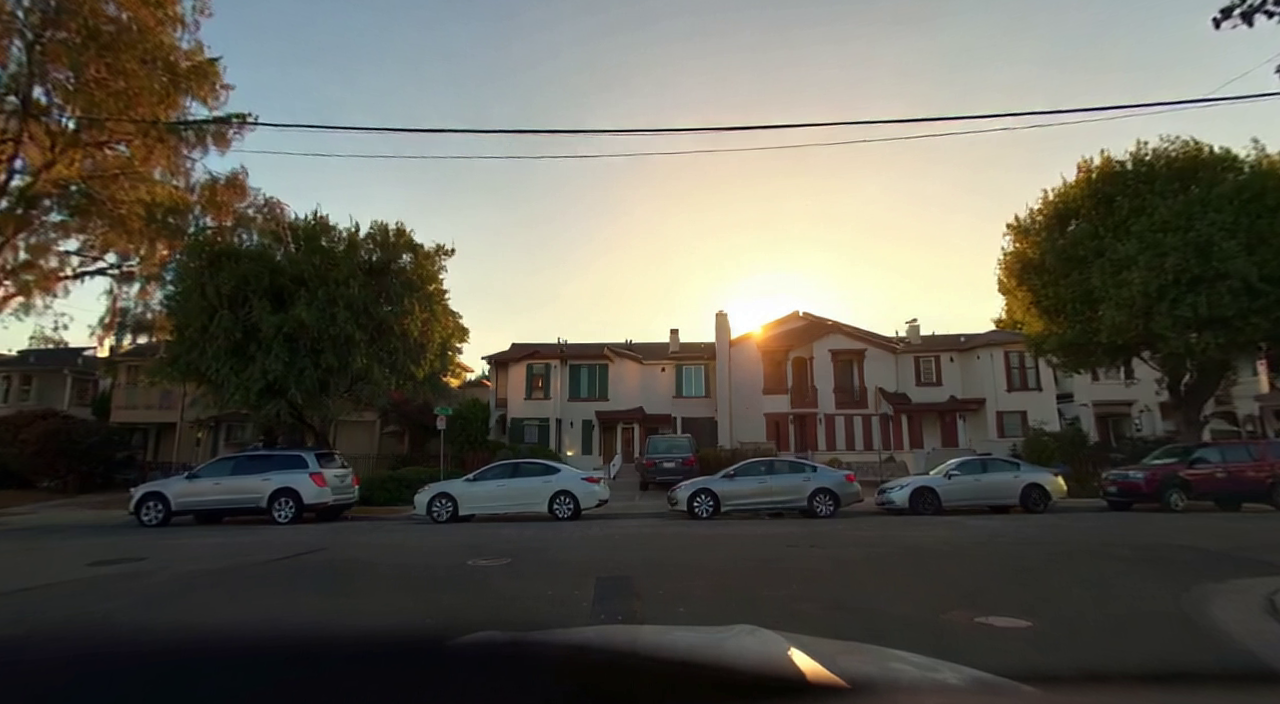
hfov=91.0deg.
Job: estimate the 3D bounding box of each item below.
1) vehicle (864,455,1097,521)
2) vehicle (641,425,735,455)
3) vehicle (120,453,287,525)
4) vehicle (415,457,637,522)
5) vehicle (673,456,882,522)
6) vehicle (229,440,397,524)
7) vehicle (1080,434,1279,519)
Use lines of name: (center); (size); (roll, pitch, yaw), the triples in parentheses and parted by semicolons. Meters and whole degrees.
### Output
vehicle: (8.321, 3.320, 15.647); (4.785, 1.471, 1.798); (0, -9, -4)
vehicle: (2.347, 4.424, 31.638); (4.565, 1.479, 1.775); (0, -9, -2)
vehicle: (-11.631, 3.627, 17.180); (1.827, 1.648, 4.030); (1, -9, -4)
vehicle: (-2.611, 3.309, 15.390); (5.075, 1.436, 1.863); (0, -9, 0)
vehicle: (3.180, 3.277, 15.303); (4.663, 1.452, 1.801); (0, -9, 0)
vehicle: (-8.640, 3.423, 17.252); (2.046, 1.969, 4.585); (0, -8, 1)
vehicle: (14.492, 3.113, 16.160); (4.513, 1.970, 2.512); (0, -9, -4)
